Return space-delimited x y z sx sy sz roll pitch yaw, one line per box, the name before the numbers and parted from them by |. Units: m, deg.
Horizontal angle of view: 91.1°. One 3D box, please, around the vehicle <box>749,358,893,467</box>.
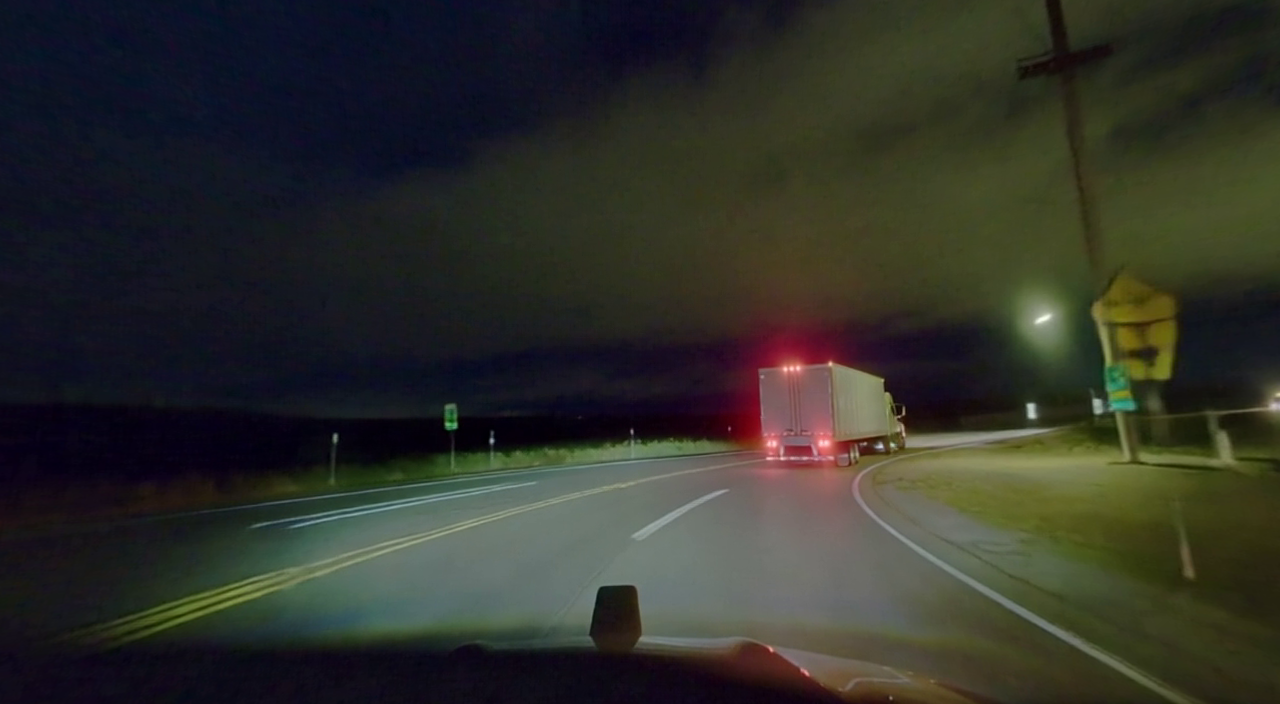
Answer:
vehicle | 8.042 2.725 26.543 2.837 3.712 10.484 -5 -9 32
